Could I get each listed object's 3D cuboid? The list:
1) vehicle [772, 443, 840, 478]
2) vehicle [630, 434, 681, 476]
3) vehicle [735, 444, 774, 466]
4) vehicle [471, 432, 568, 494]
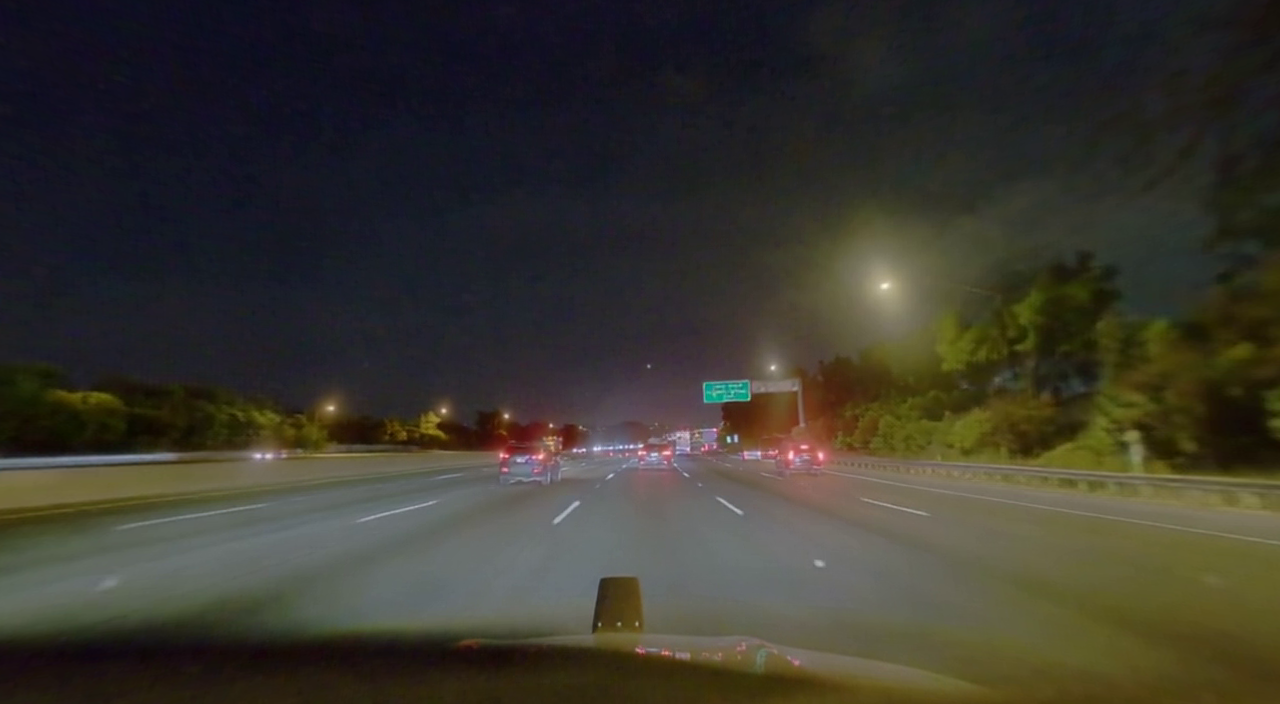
[{"bbox_3d":[7.506,4.928,28.913,1.936,1.480,4.373,0,-9,0],"label":"vehicle"},{"bbox_3d":[0.769,5.025,30.874,2.270,1.862,4.949,0,-9,1],"label":"vehicle"},{"bbox_3d":[8.238,7.460,45.716,2.005,1.456,4.287,0,-9,0],"label":"vehicle"},{"bbox_3d":[-3.709,3.503,20.246,2.142,1.759,4.297,0,-9,2],"label":"vehicle"}]
